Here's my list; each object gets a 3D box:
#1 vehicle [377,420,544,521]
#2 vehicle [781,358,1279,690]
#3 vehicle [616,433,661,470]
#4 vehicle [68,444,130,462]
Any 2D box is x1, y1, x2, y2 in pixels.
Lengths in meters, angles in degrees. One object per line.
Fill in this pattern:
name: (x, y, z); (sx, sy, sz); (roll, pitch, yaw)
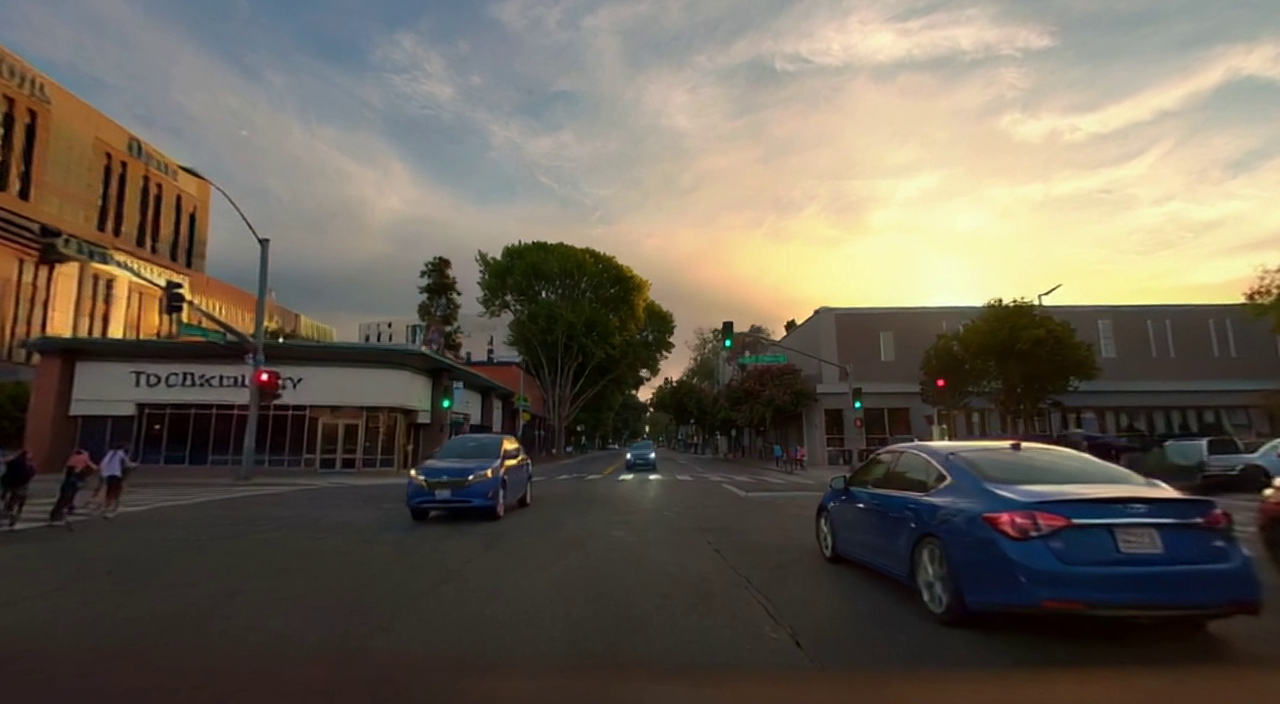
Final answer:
vehicle: (-3.285, 2.274, 12.506); (1.961, 1.658, 4.064); (-1, -9, 2)
vehicle: (2.868, 1.248, 5.744); (2.048, 1.725, 4.754); (0, -9, 0)
vehicle: (-0.125, 5.700, 36.270); (2.390, 1.948, 5.344); (0, -9, -1)
vehicle: (-42.801, 8.004, 49.931); (3.391, 1.379, 1.562); (4, -10, -28)
